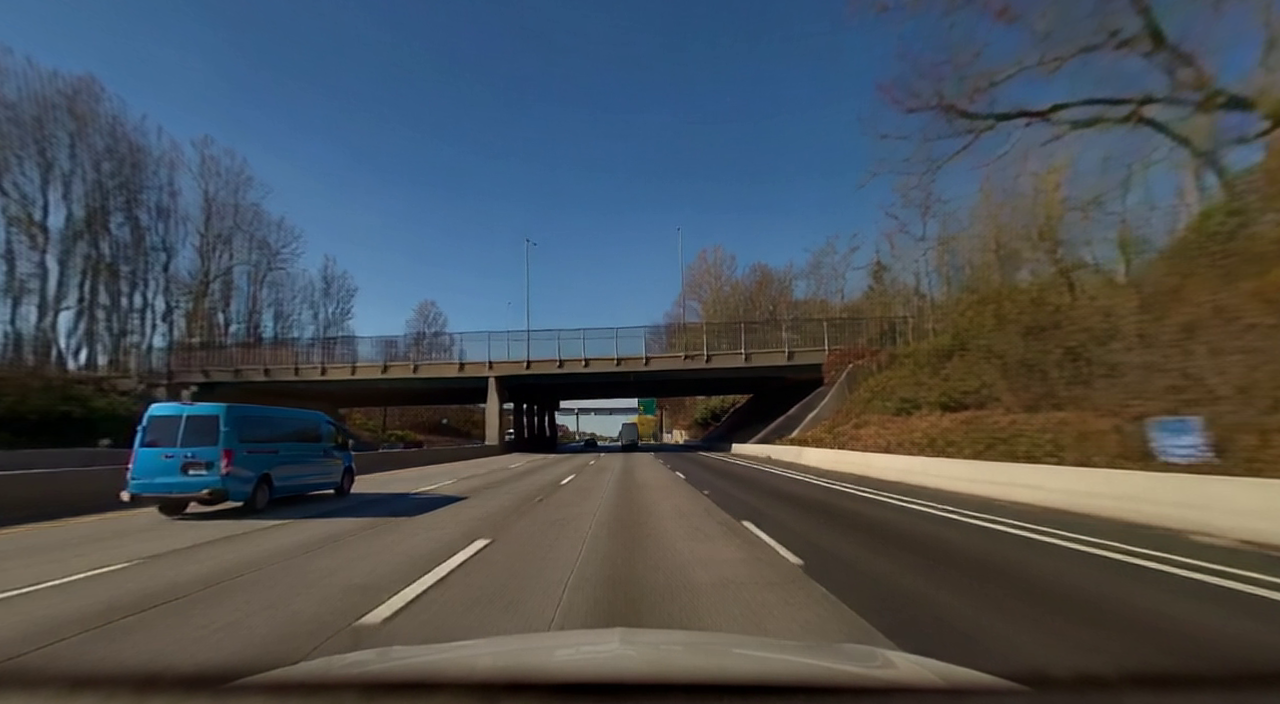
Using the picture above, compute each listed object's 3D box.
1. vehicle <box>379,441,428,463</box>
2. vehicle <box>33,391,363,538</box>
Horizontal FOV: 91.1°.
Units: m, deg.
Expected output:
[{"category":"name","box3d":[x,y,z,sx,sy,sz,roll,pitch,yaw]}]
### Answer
[{"category":"vehicle","box3d":[-16.950,7.179,45.250,1.890,1.468,4.385,0,-8,0]},{"category":"vehicle","box3d":[-7.244,1.903,11.343,2.150,1.996,5.341,0,-8,-1]}]
